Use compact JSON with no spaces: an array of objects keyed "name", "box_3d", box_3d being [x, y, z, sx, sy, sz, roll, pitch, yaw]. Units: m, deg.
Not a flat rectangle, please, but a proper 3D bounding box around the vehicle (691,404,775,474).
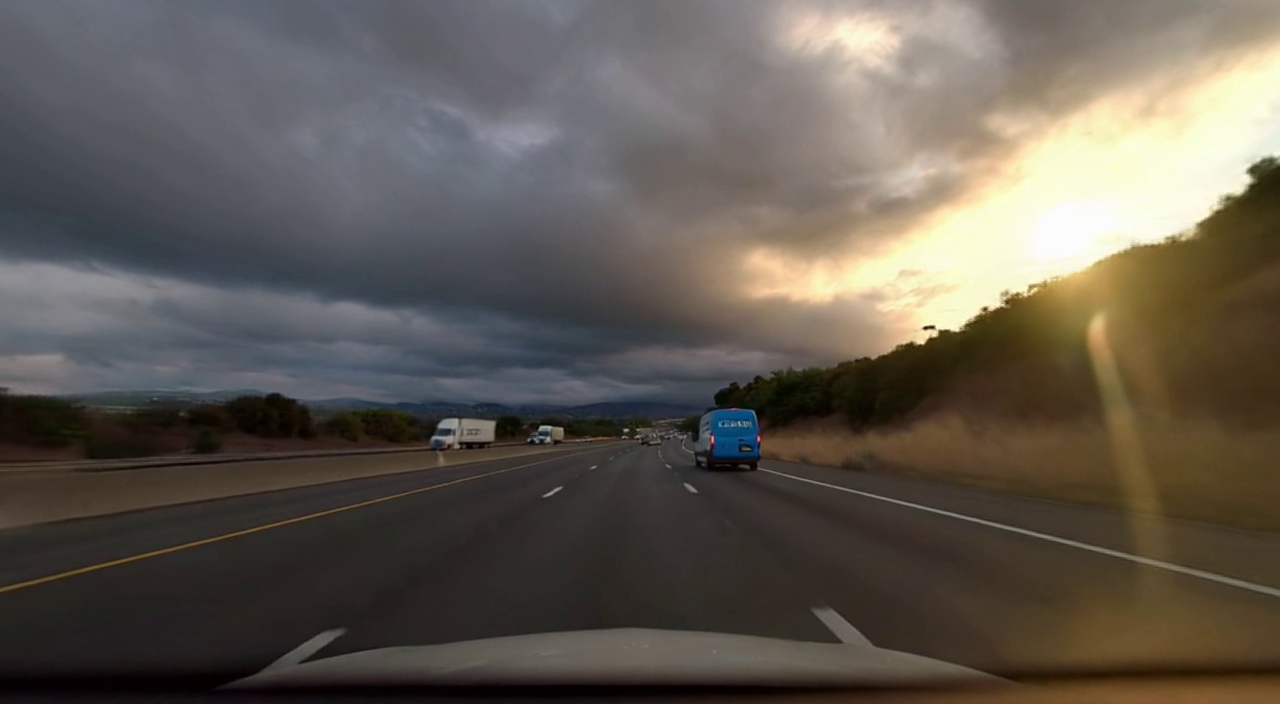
[{"name":"vehicle","box_3d":[3.696,3.630,26.221,2.485,2.562,5.535,0,-8,-2]}]
